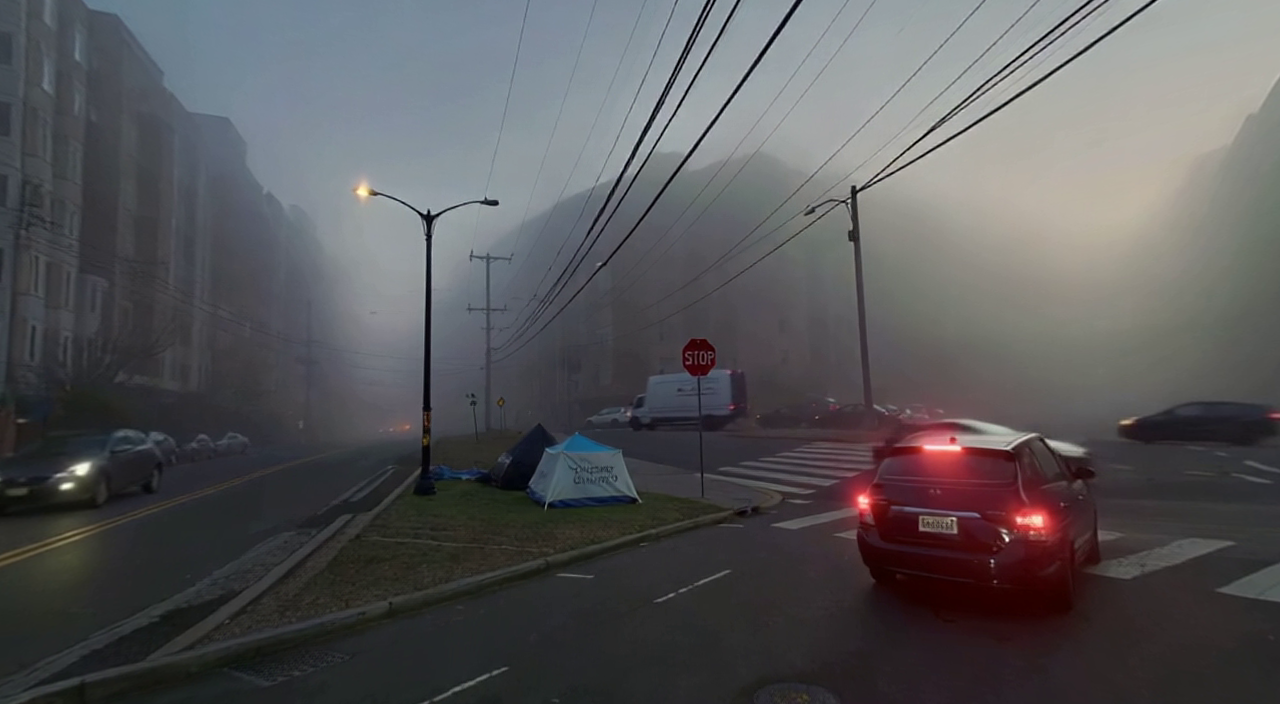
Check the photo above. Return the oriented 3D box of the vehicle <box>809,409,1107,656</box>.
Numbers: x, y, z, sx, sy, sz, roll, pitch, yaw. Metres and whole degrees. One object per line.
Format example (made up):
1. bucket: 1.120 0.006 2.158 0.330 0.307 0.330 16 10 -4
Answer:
1. vehicle: 3.404 1.550 6.599 1.945 1.647 4.160 -6 -10 32

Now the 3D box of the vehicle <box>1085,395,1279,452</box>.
1. vehicle: 16.116 2.202 18.819 4.363 1.511 1.838 -8 -11 41

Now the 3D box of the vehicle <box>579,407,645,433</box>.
1. vehicle: -1.815 4.363 39.945 1.790 1.468 4.422 7 -11 -41

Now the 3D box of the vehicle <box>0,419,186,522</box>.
1. vehicle: -11.151 2.341 12.932 1.987 1.686 3.971 0 -8 -20

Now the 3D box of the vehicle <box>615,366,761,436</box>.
1. vehicle: 2.239 2.646 31.856 7.172 3.075 2.584 -7 -10 41

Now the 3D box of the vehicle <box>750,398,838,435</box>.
1. vehicle: 8.213 3.542 34.009 4.214 1.694 1.805 -9 -13 44

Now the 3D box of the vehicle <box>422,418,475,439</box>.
1. vehicle: -14.816 5.936 48.787 2.089 1.506 4.641 7 -11 -41
